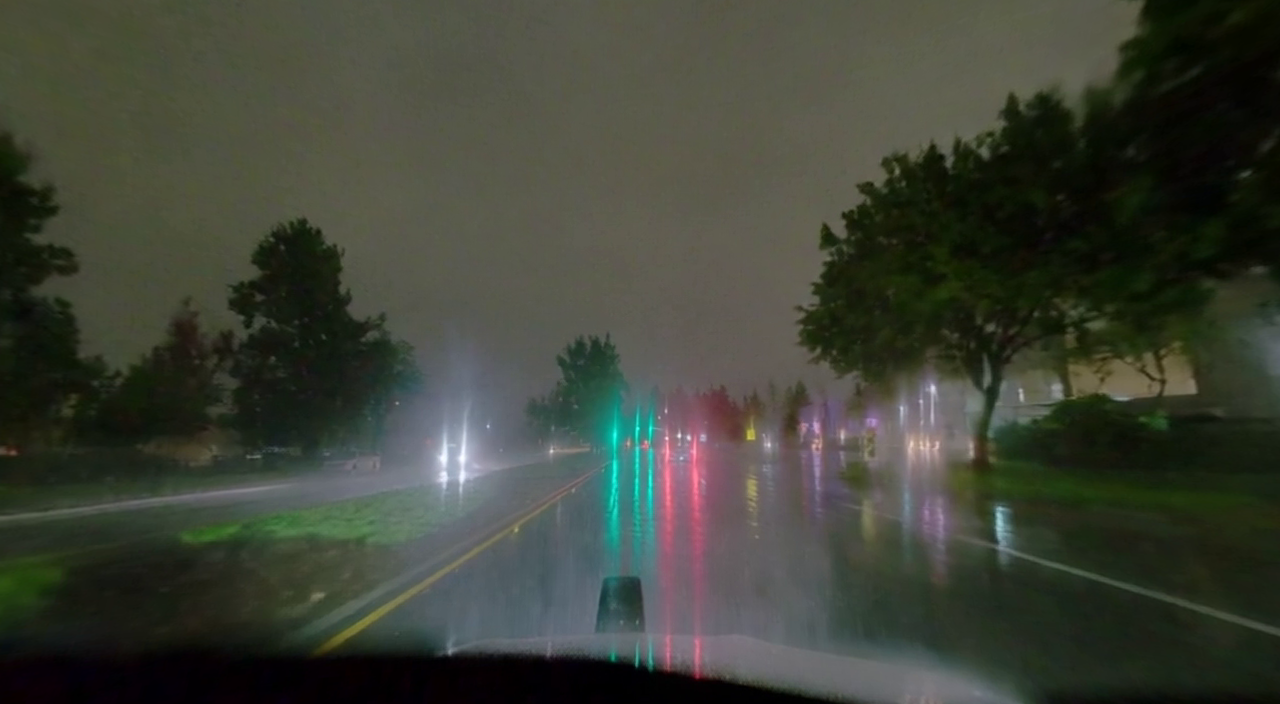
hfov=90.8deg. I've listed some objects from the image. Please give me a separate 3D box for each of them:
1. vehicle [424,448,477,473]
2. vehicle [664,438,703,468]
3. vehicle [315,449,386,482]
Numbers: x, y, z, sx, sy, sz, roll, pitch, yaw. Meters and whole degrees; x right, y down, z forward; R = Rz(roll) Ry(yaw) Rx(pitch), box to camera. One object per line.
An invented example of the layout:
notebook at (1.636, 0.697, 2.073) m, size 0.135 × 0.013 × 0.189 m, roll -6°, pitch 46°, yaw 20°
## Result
vehicle at (-11.892, 6.828, 39.997) m, size 1.890 × 1.446 × 4.714 m, roll 0°, pitch -9°, yaw 0°
vehicle at (2.818, 6.668, 41.961) m, size 2.085 × 1.828 × 5.383 m, roll 0°, pitch -8°, yaw -1°
vehicle at (-17.040, 6.658, 37.439) m, size 2.052 × 1.776 × 4.483 m, roll 0°, pitch -8°, yaw 0°
